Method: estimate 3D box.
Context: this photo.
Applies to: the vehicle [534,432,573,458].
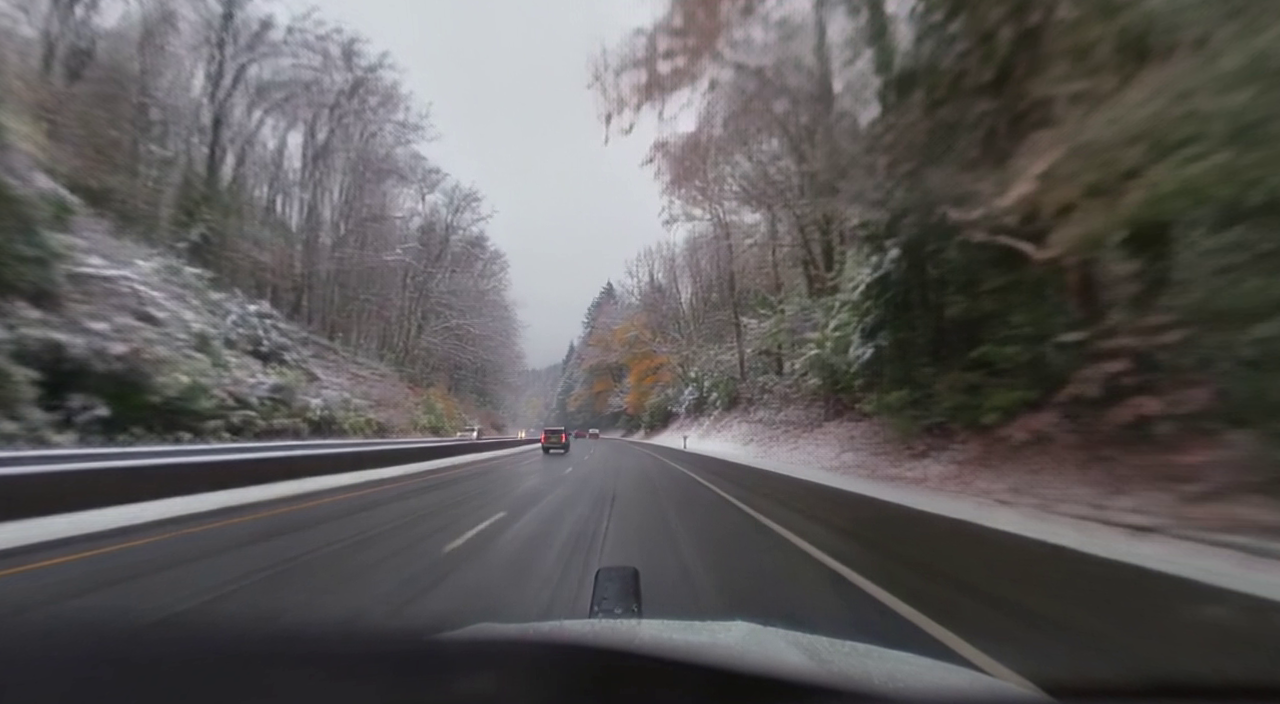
[{"bbox_3d":[-5.461,5.937,40.189,2.073,1.559,4.393,0,-8,-2],"label":"vehicle"}]
